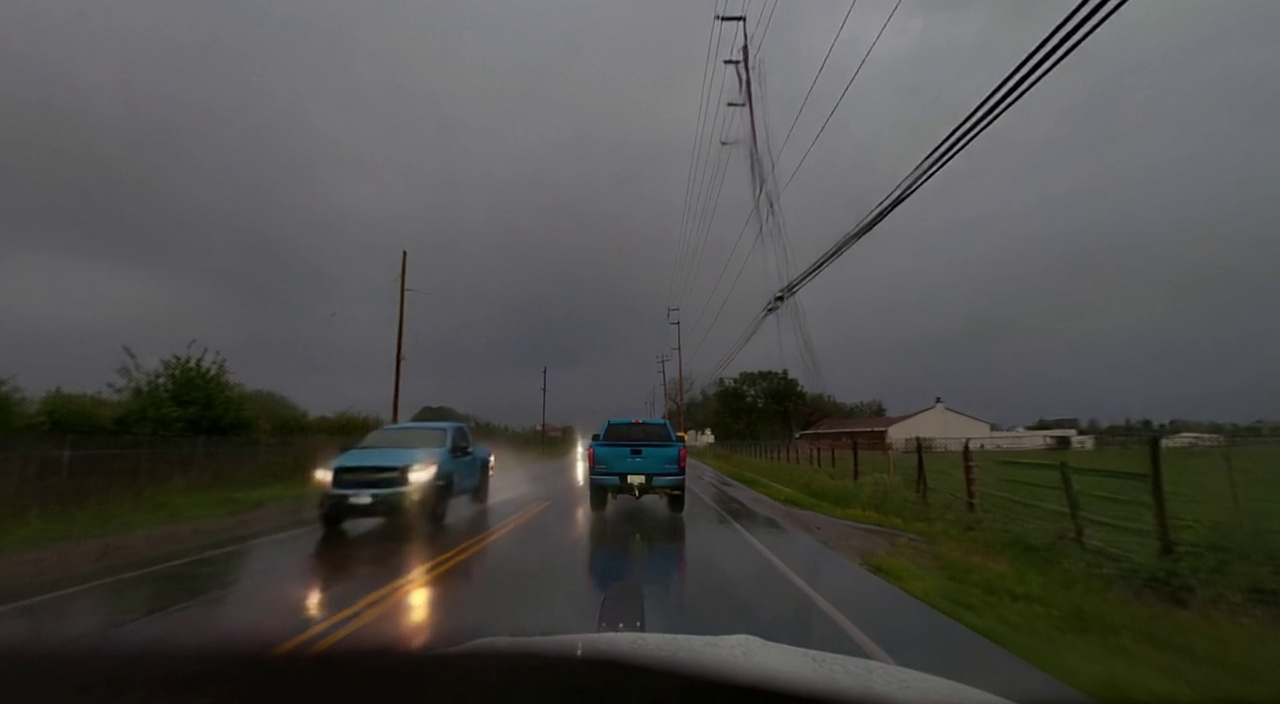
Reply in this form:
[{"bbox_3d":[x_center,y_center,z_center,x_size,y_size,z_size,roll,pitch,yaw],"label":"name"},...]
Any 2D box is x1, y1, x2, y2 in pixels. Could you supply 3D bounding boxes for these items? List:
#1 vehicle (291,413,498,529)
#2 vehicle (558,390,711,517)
[{"bbox_3d":[-4.418,2.240,12.451,2.077,1.805,4.891,0,-8,0],"label":"vehicle"},{"bbox_3d":[-0.137,2.233,14.210,2.693,2.223,5.885,0,-8,-1],"label":"vehicle"}]
